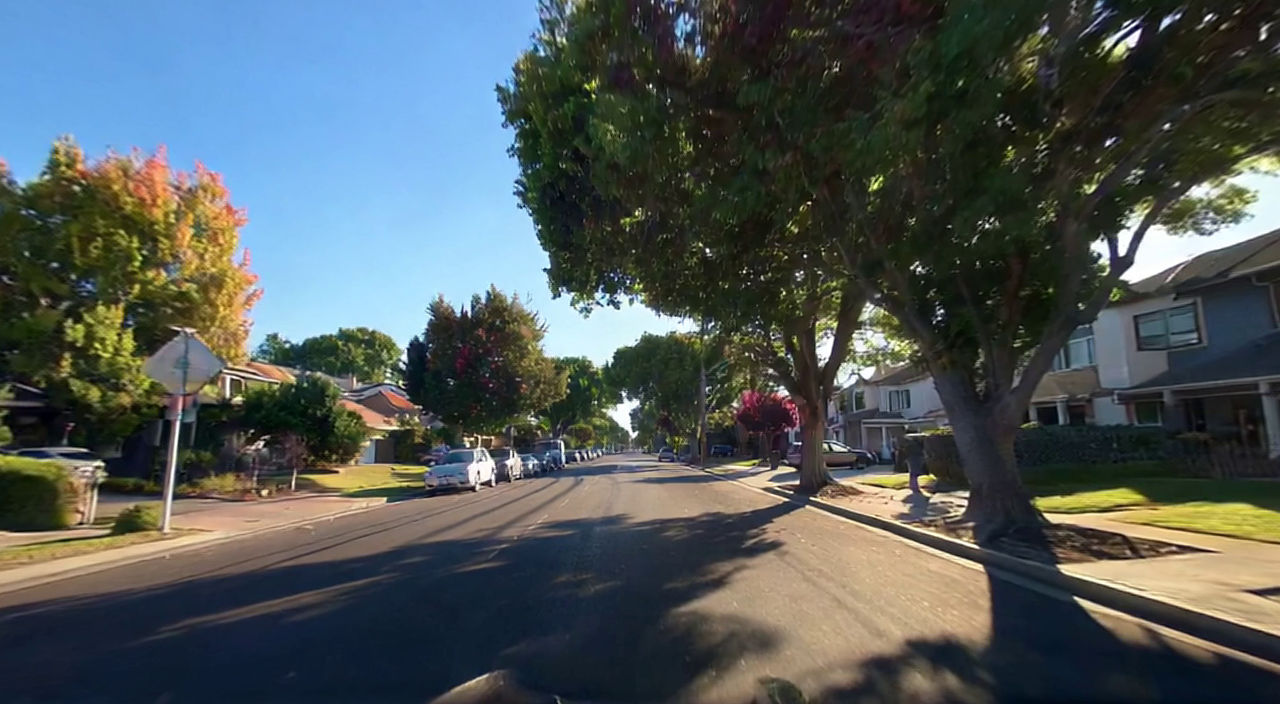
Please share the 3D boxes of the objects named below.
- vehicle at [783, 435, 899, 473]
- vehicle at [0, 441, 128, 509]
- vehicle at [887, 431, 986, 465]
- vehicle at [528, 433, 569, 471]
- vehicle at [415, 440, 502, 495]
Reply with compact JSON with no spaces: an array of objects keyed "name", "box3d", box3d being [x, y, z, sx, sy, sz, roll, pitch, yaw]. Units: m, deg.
[{"name":"vehicle","box3d":[9.762,4.985,30.973,4.979,1.769,1.943,0,-9,-1]},{"name":"vehicle","box3d":[-17.628,3.597,19.050,1.978,1.744,5.108,4,-9,-24]},{"name":"vehicle","box3d":[18.986,6.159,40.562,5.215,1.910,2.031,-1,-11,-3]},{"name":"vehicle","box3d":[-7.118,7.936,49.934,2.439,2.724,5.647,-1,-10,0]},{"name":"vehicle","box3d":[-6.756,4.354,24.022,1.922,1.801,4.516,-2,-9,1]}]
